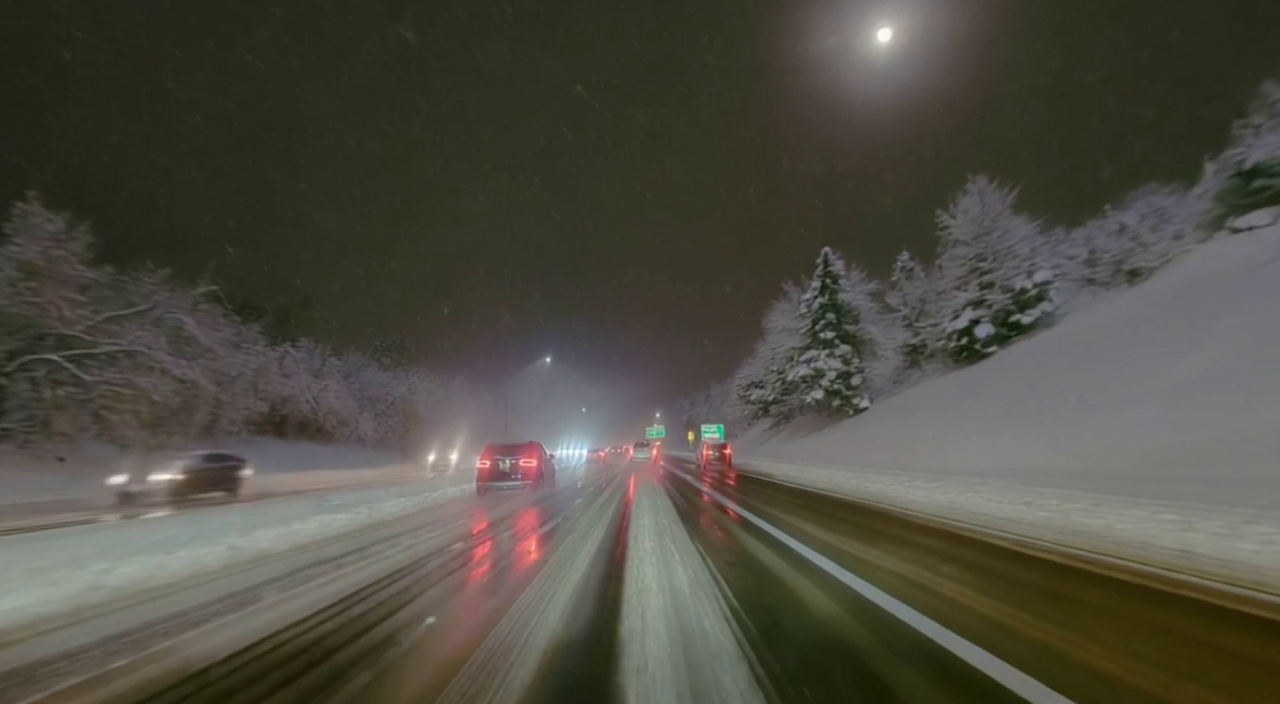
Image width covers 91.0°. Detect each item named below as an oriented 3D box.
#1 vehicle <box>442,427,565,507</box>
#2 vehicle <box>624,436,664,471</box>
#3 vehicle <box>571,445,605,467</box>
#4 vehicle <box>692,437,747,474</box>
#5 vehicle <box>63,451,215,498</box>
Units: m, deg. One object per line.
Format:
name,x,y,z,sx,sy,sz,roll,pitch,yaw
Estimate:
vehicle,-3.279,2.879,16.180,2.089,1.751,4.515,0,-9,0
vehicle,0.199,5.856,36.510,2.155,1.909,4.529,0,-9,0
vehicle,-3.637,7.353,44.714,1.994,1.475,4.171,0,-9,0
vehicle,4.118,5.485,33.457,2.231,1.807,4.588,0,-9,-1
vehicle,-18.737,4.551,23.872,1.905,1.558,4.504,0,-9,3
